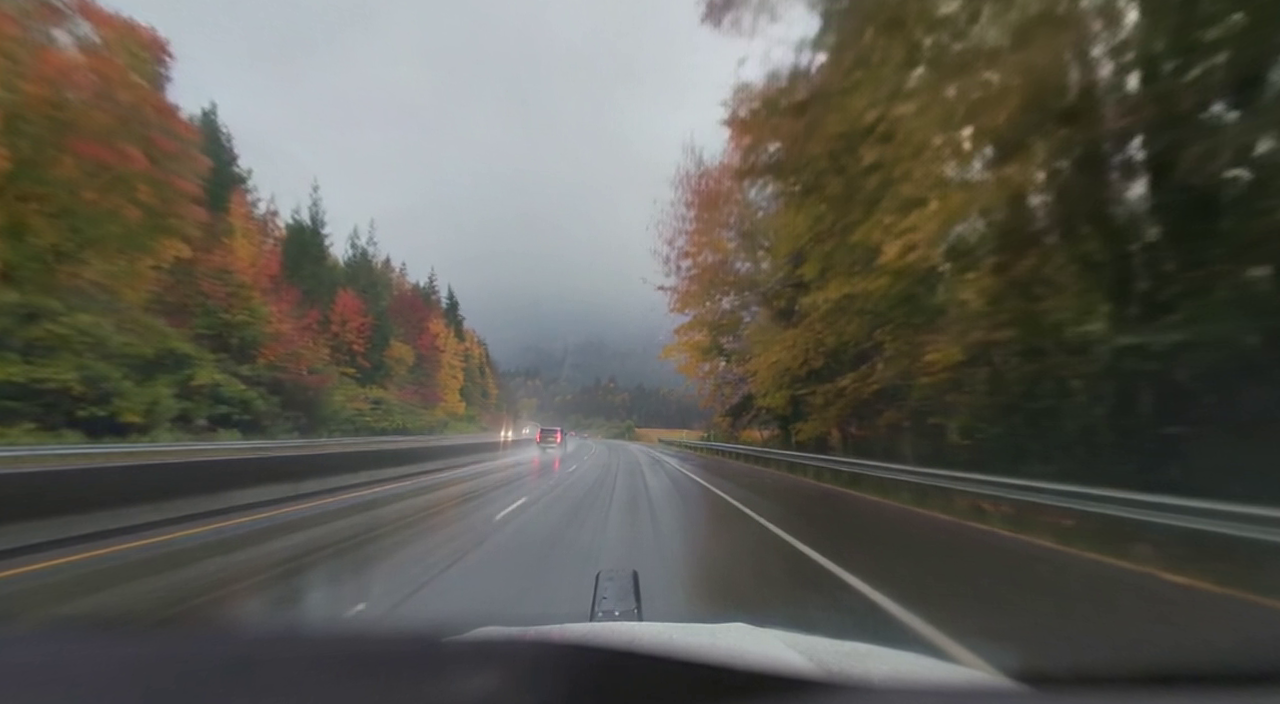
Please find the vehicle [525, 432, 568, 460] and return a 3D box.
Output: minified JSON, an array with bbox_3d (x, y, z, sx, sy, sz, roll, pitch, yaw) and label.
[{"bbox_3d":[-5.519,5.607,37.692,2.073,1.559,4.393,0,-8,-2],"label":"vehicle"}]
